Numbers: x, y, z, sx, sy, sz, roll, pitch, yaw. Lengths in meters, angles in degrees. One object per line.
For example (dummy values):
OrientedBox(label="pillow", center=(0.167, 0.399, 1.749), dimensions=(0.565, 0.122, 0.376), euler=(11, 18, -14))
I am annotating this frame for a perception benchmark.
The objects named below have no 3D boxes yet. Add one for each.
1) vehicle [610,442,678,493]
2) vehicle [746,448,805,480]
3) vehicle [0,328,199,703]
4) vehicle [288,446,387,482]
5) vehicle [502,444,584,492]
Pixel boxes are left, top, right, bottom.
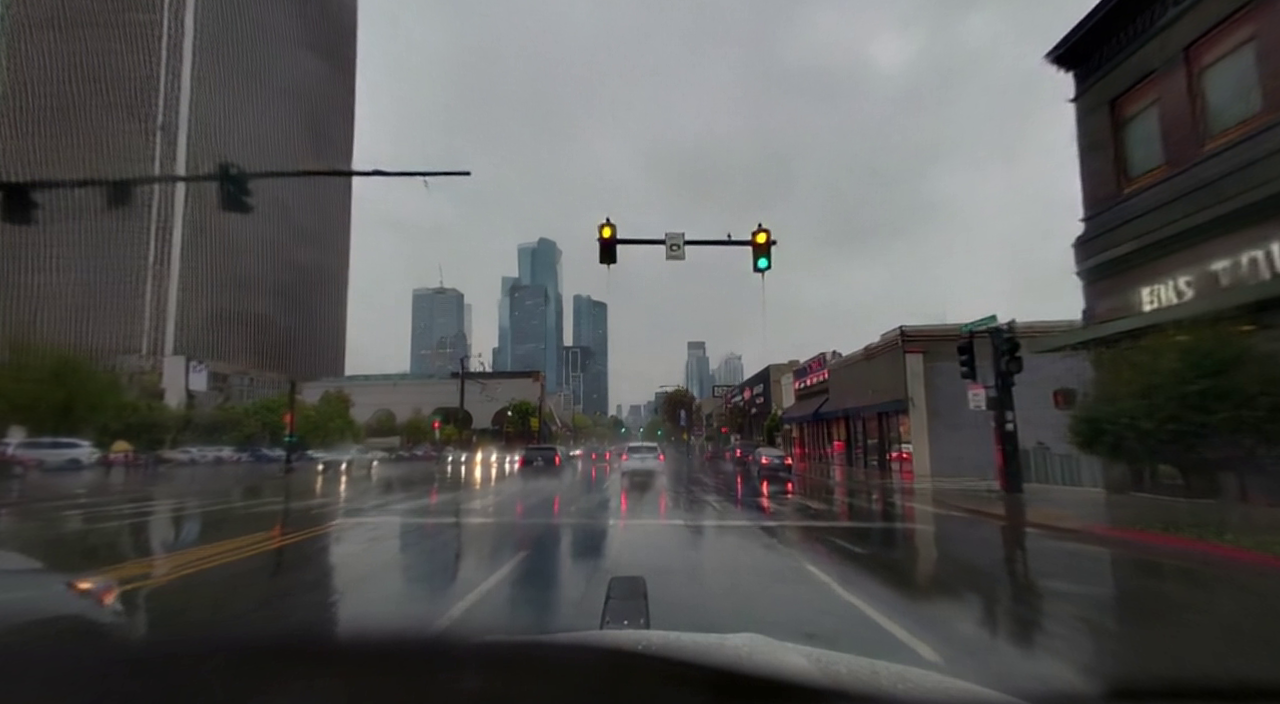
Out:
OrientedBox(label="vehicle", center=(0.154, 3.781, 20.997), dimensions=(2.037, 1.484, 4.073), euler=(0, -9, 1))
OrientedBox(label="vehicle", center=(6.644, 5.543, 31.458), dimensions=(1.944, 1.462, 4.406), euler=(0, -9, 0))
OrientedBox(label="vehicle", center=(-2.988, 0.545, 0.465), dimensions=(2.049, 1.646, 4.445), euler=(0, -9, 1))
OrientedBox(label="vehicle", center=(-15.412, 5.696, 32.424), dimensions=(2.161, 1.704, 4.554), euler=(-2, -9, 12))
OrientedBox(label="vehicle", center=(-3.178, 3.895, 21.564), dimensions=(1.950, 1.450, 4.257), euler=(0, -9, 2))
